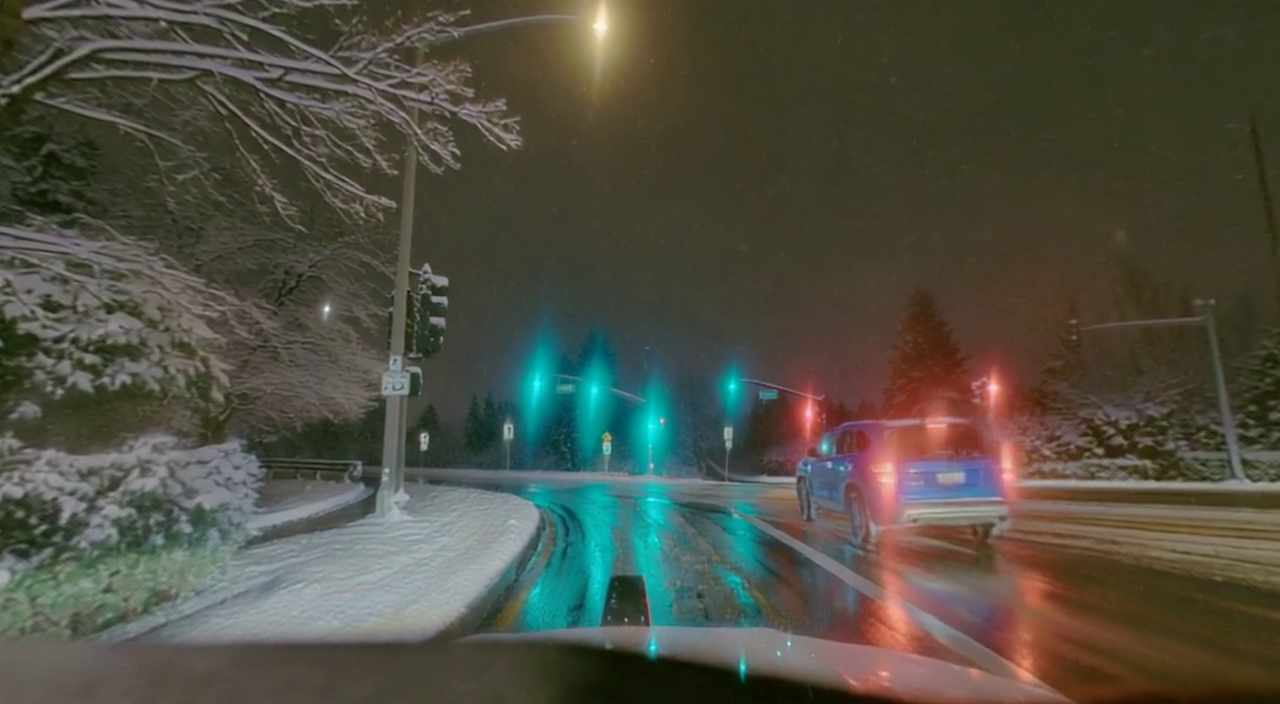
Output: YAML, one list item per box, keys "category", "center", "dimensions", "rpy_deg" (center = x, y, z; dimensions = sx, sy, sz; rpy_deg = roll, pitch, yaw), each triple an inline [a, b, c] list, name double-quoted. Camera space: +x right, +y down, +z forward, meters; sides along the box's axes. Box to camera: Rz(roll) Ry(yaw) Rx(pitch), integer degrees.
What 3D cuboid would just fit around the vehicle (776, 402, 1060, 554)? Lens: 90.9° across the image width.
- category: "vehicle"
  center: [3.840, 1.850, 10.015]
  dimensions: [2.284, 1.788, 4.871]
  rpy_deg: [0, -8, 0]
